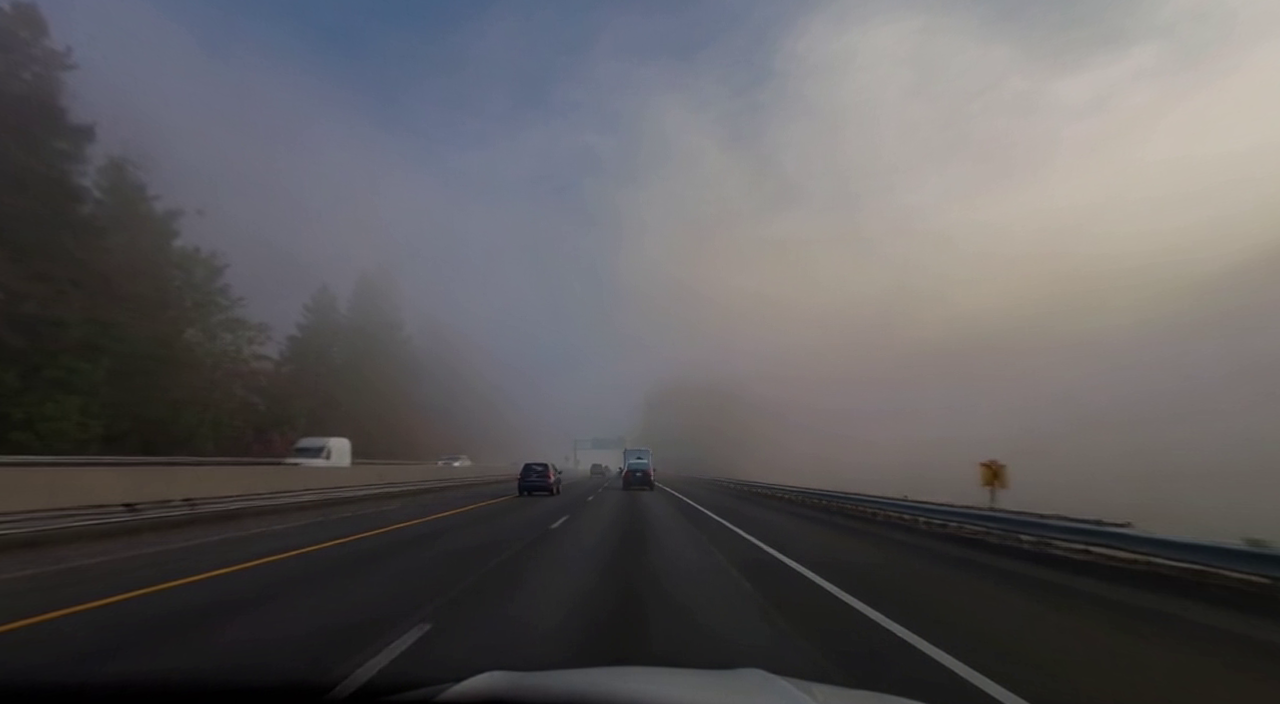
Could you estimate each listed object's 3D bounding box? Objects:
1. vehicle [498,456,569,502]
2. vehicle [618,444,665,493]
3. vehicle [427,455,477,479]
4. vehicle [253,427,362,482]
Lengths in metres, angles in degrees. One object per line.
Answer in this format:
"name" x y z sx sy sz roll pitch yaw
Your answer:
"vehicle" -4.103 5.014 25.032 2.100 1.605 3.883 1 -10 0
"vehicle" -0.007 6.773 36.716 2.482 2.549 5.447 1 -10 -2
"vehicle" -12.674 7.820 42.750 1.918 1.510 4.728 1 -10 0
"vehicle" -17.338 5.478 33.304 2.482 2.549 5.866 1 -10 0
